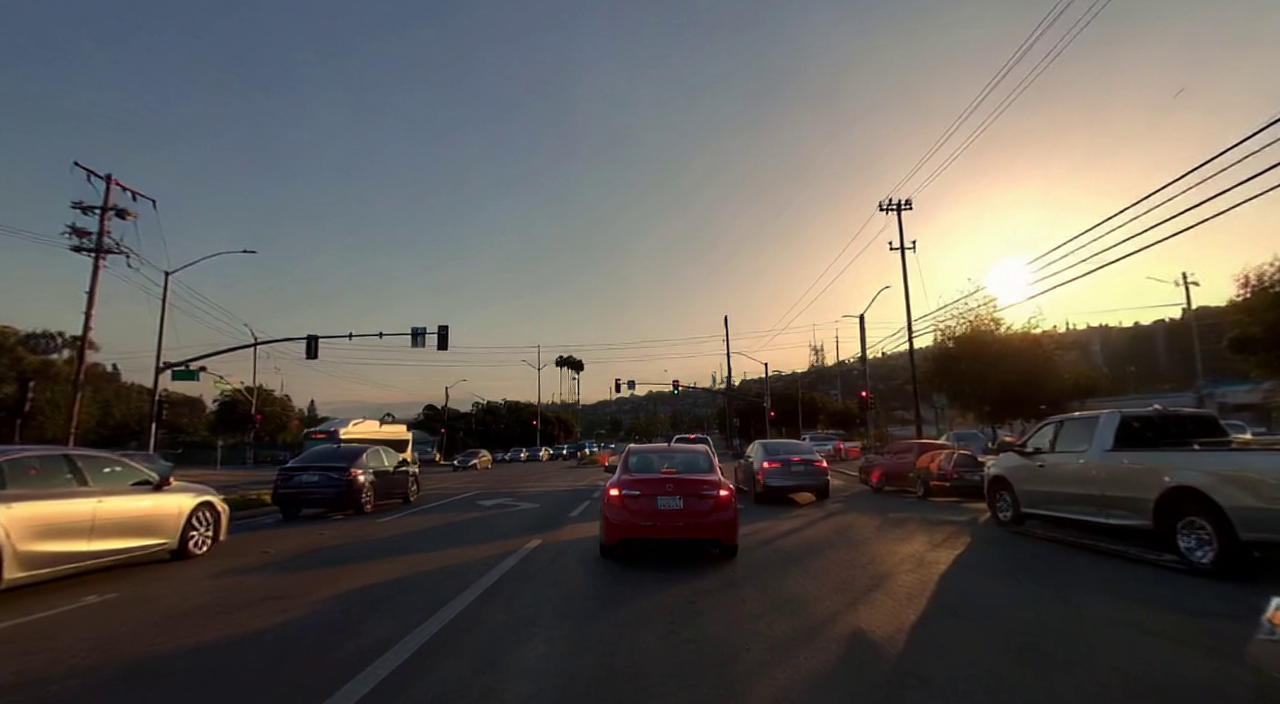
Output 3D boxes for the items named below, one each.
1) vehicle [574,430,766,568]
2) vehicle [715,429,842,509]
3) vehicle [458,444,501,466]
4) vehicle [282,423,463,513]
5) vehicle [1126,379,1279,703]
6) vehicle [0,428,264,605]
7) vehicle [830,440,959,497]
[{"bbox_3d":[0.318,1.910,8.977,2.109,1.483,3.964,0,-8,0],"label":"vehicle"},{"bbox_3d":[3.234,2.831,15.770,2.042,1.676,4.364,0,-8,-2],"label":"vehicle"},{"bbox_3d":[-12.384,7.971,48.940,2.031,1.578,4.297,-1,-8,2],"label":"vehicle"},{"bbox_3d":[-6.252,2.764,15.621,2.070,1.824,5.196,-1,-8,2],"label":"vehicle"},{"bbox_3d":[3.067,0.639,0.636,1.870,1.523,4.096,-1,-8,0],"label":"vehicle"},{"bbox_3d":[-6.409,1.594,6.649,1.955,1.497,4.639,-1,-8,1],"label":"vehicle"},{"bbox_3d":[7.263,3.334,18.572,1.867,1.459,4.436,0,-8,-1],"label":"vehicle"}]
